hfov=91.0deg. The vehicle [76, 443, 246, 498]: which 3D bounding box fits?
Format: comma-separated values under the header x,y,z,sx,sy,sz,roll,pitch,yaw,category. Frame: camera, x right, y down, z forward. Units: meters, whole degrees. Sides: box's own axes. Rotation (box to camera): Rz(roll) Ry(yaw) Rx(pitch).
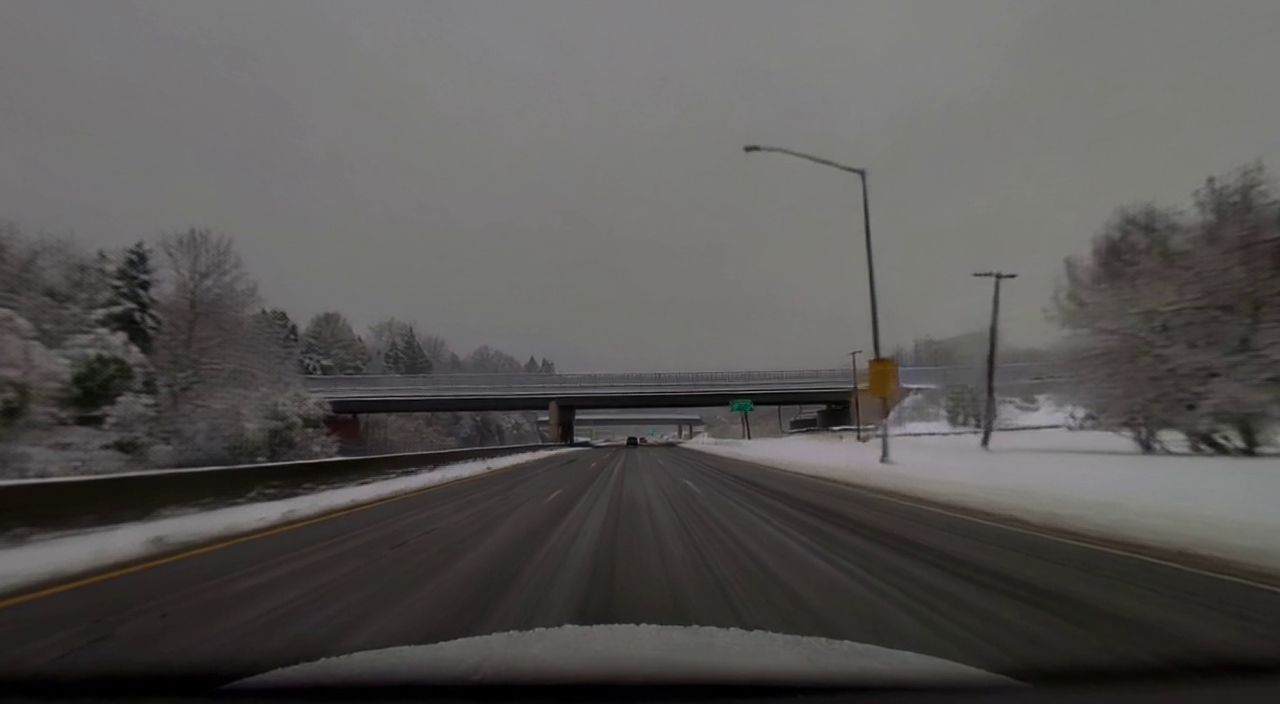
x,y,z,sx,sy,sz,roll,pitch,yaw,category
-15.052,3.710,20.180,1.855,1.490,4.609,-1,-8,0,vehicle
